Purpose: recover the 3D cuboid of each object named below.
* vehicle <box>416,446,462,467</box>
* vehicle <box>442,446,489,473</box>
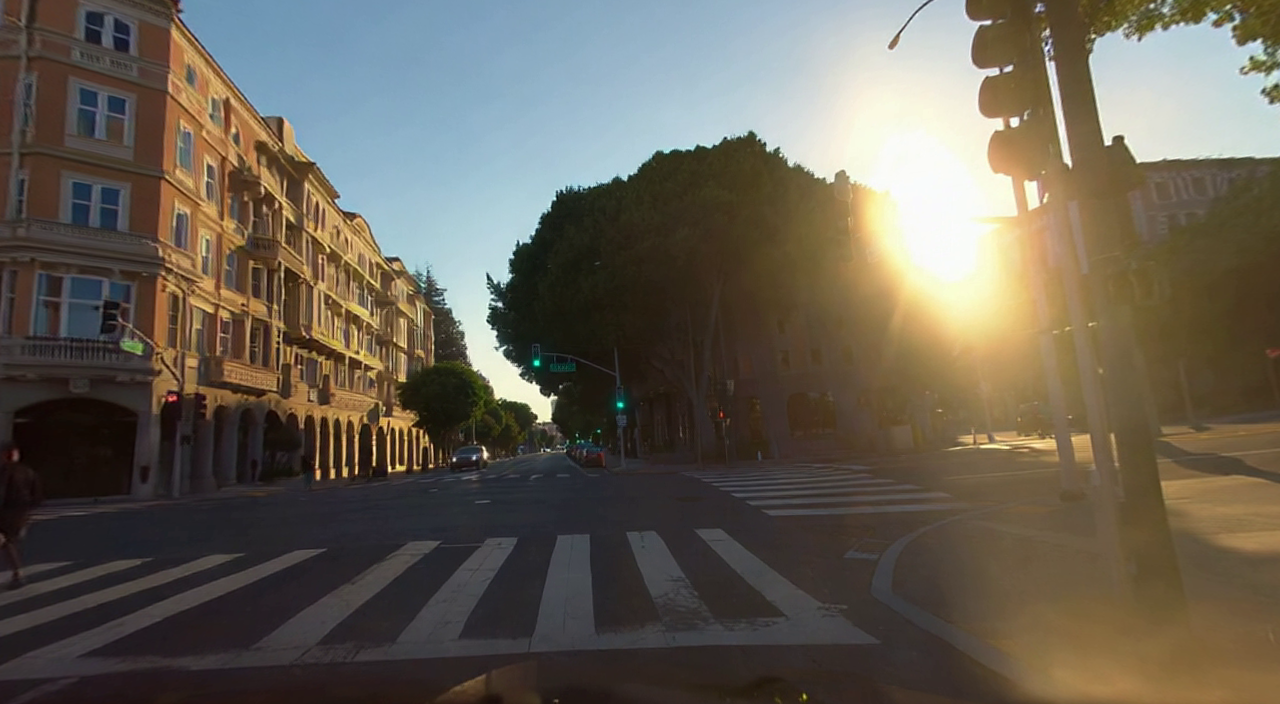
[{"bbox_3d":[-15.529,7.998,48.629,2.028,1.479,4.427,6,-10,-35],"label":"vehicle"},{"bbox_3d":[-10.458,6.469,38.154,2.196,1.503,4.371,1,-8,-8],"label":"vehicle"}]
